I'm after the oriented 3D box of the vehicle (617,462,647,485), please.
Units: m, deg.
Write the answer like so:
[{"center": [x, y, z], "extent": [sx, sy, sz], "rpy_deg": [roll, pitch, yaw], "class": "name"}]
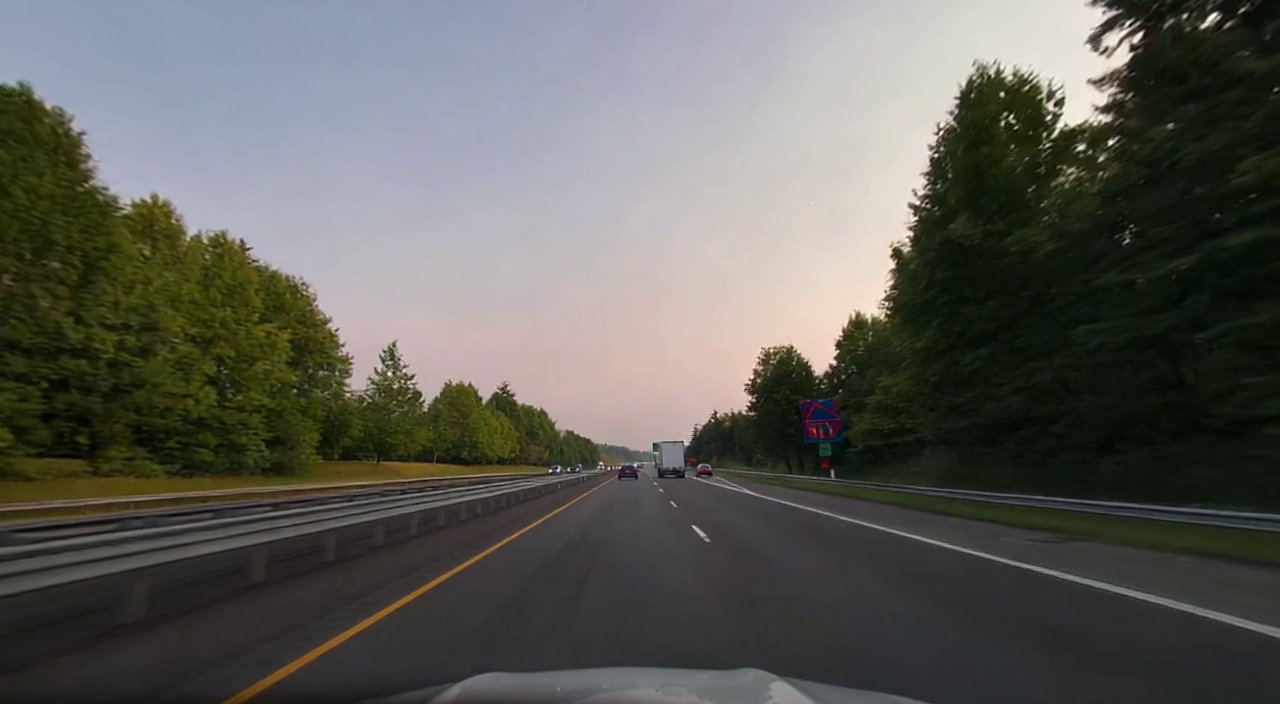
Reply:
[{"center": [-0.549, 8.454, 43.977], "extent": [2.025, 1.452, 3.927], "rpy_deg": [1, -10, 0], "class": "vehicle"}]
